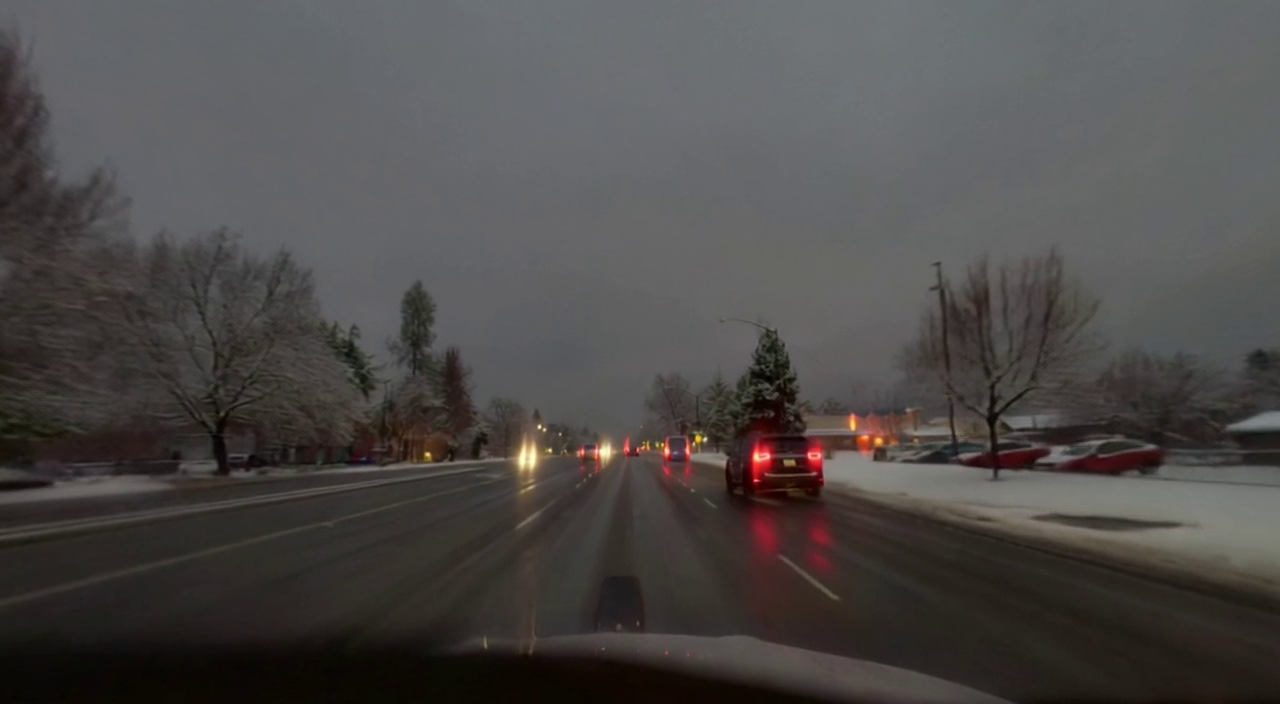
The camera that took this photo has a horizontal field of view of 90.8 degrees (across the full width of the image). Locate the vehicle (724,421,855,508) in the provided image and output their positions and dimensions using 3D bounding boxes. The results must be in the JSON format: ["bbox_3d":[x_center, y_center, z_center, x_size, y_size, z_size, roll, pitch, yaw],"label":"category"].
[{"bbox_3d":[3.446,2.701,15.545,2.060,1.816,4.343,0,-8,-1],"label":"vehicle"}]

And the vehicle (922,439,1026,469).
[{"bbox_3d":[16.773,5.129,31.817,4.203,1.424,2.077,2,-9,-11],"label":"vehicle"}]

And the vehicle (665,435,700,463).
[{"bbox_3d":[3.267,7.613,49.651,2.197,2.034,4.667,0,-8,-2],"label":"vehicle"}]

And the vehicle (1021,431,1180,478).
[{"bbox_3d":[18.031,4.018,24.853,4.970,1.700,2.108,2,-9,-11],"label":"vehicle"}]
